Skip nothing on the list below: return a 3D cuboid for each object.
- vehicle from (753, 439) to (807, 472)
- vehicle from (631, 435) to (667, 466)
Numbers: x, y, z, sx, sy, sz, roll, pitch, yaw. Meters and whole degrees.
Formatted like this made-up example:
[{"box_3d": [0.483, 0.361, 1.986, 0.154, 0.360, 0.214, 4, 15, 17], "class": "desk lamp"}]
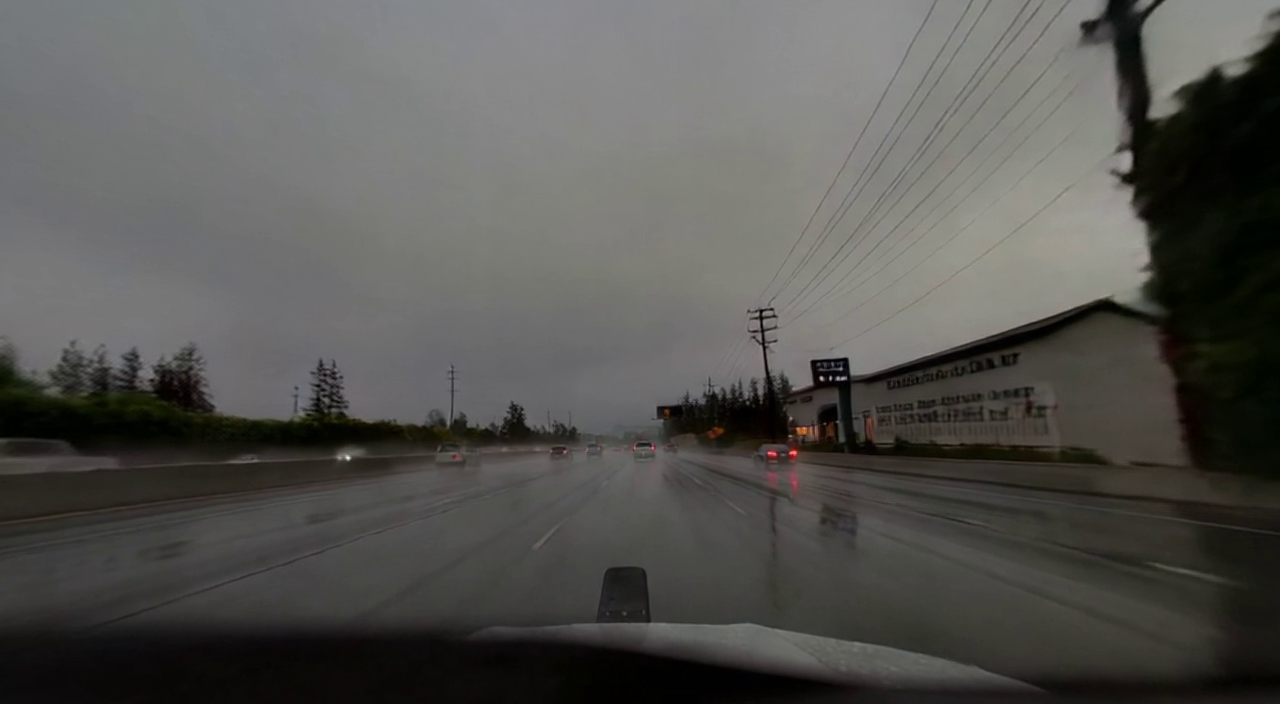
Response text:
[{"box_3d": [7.617, 5.673, 34.761, 1.937, 1.698, 4.322, 0, -9, -1], "class": "vehicle"}, {"box_3d": [0.674, 7.715, 49.444, 2.622, 2.208, 5.320, 0, -9, 0], "class": "vehicle"}]
